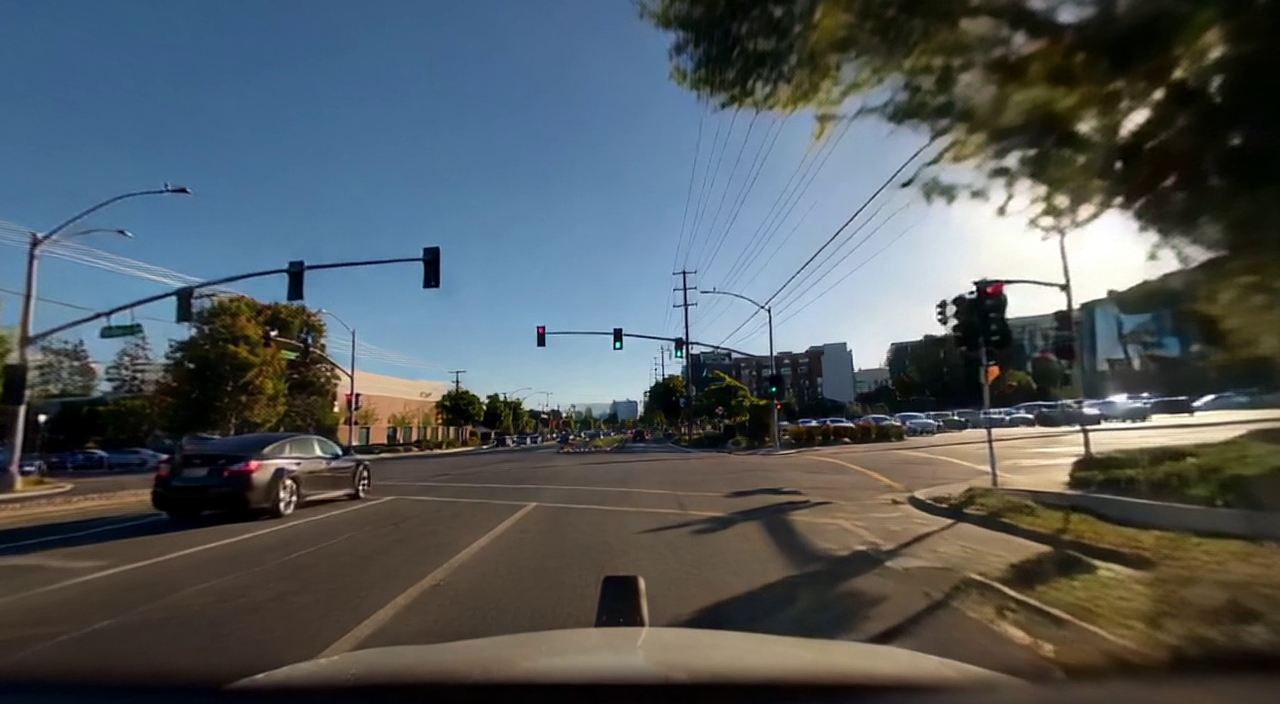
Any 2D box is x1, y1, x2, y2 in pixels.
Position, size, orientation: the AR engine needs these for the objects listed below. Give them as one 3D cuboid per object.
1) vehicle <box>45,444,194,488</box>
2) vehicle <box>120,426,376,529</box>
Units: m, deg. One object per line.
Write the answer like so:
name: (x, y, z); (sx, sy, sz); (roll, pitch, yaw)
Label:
vehicle: (-22.231, 4.843, 27.086); (4.722, 1.741, 2.142); (-1, -8, 8)
vehicle: (-6.473, 2.097, 11.155); (1.928, 1.451, 4.219); (0, -8, -3)
